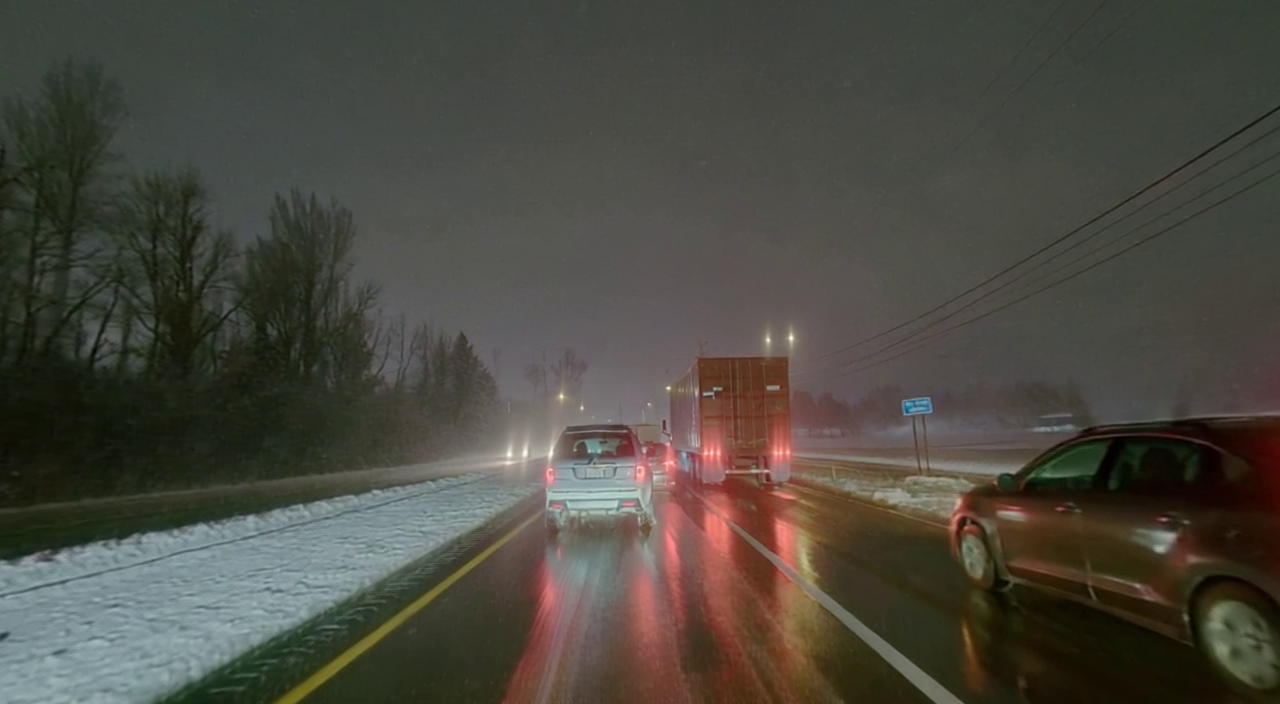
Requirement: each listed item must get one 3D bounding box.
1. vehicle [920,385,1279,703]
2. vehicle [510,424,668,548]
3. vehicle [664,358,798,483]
[{"bbox_3d":[3.593,1.023,3.427,1.960,1.515,4.713,0,-8,0],"label":"vehicle"},{"bbox_3d":[-0.693,2.005,10.087,2.009,1.554,4.013,0,-8,-1],"label":"vehicle"},{"bbox_3d":[3.447,3.497,30.013,3.591,4.290,16.696,0,-8,-1],"label":"vehicle"}]
